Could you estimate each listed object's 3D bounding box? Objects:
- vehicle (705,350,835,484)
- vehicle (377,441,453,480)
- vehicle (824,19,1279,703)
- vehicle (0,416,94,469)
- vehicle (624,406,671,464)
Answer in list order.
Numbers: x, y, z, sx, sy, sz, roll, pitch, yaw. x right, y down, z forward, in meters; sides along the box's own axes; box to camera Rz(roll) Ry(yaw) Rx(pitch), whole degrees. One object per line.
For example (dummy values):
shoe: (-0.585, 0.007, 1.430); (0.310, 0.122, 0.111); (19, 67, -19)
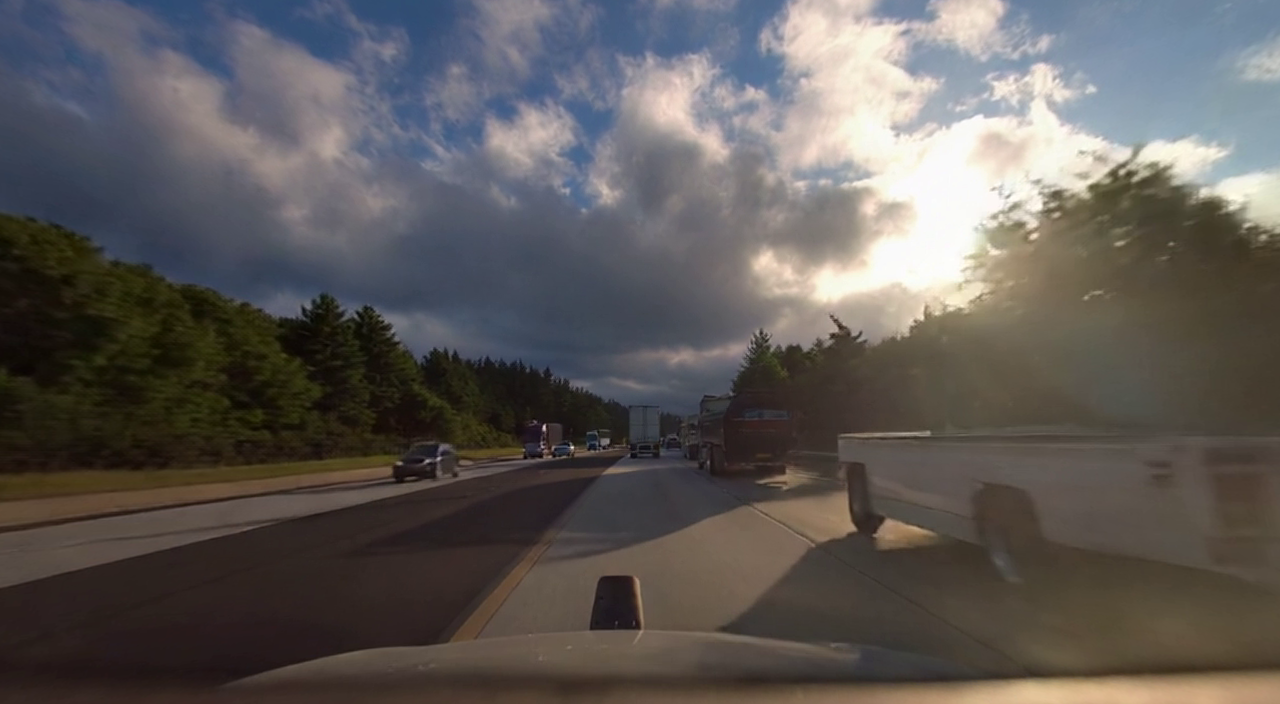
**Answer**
vehicle: (4.388, 2.537, 23.410); (2.860, 4.036, 8.586); (0, -8, 0)
vehicle: (-8.968, 4.319, 25.379); (1.760, 1.444, 3.422); (-1, -8, 0)
vehicle: (4.440, 0.354, 6.423); (2.956, 3.604, 6.277); (0, -8, -2)
vehicle: (-45.976, 6.735, 46.662); (3.089, 3.565, 9.834); (0, -8, -7)
vehicle: (0.457, 5.233, 39.548); (2.644, 3.247, 7.454); (-1, -8, 0)
